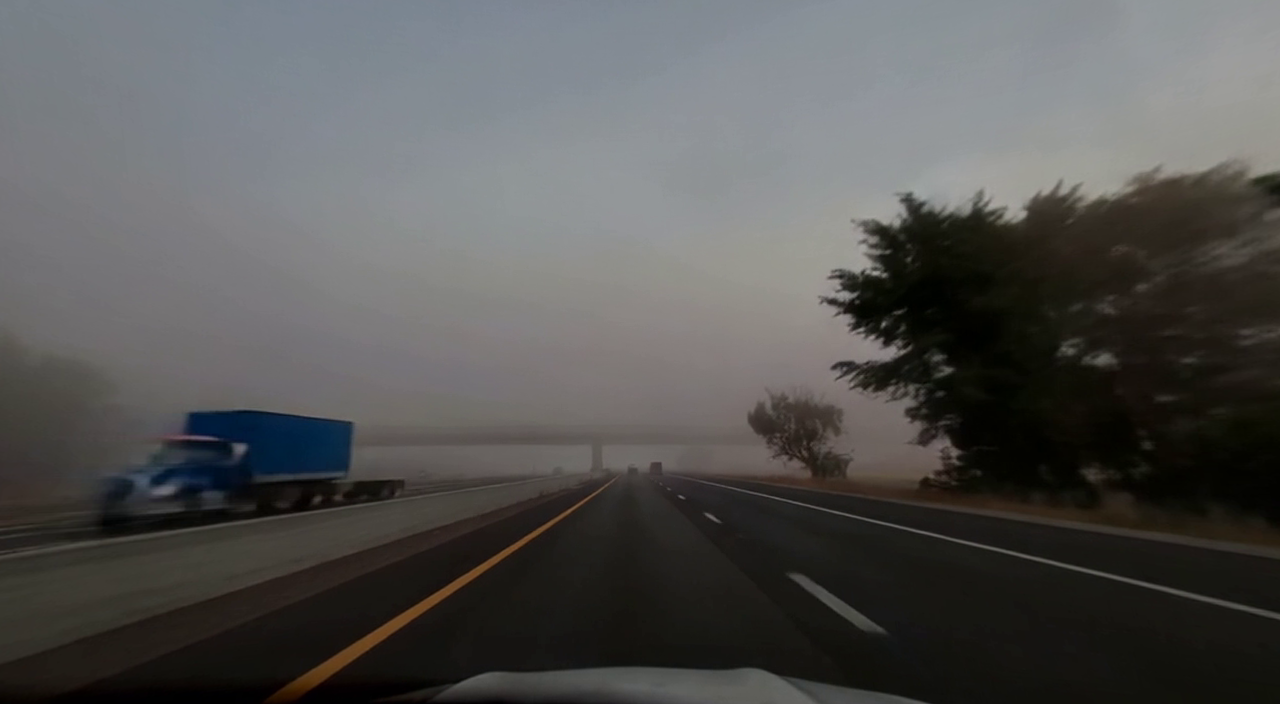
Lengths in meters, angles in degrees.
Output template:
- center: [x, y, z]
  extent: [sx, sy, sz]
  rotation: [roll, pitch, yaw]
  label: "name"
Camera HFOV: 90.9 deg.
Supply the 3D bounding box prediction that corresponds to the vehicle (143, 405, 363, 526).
- center: [-12.892, 3.965, 22.105]
  extent: [2.833, 3.465, 7.407]
  rotation: [1, -10, 0]
  label: "vehicle"
